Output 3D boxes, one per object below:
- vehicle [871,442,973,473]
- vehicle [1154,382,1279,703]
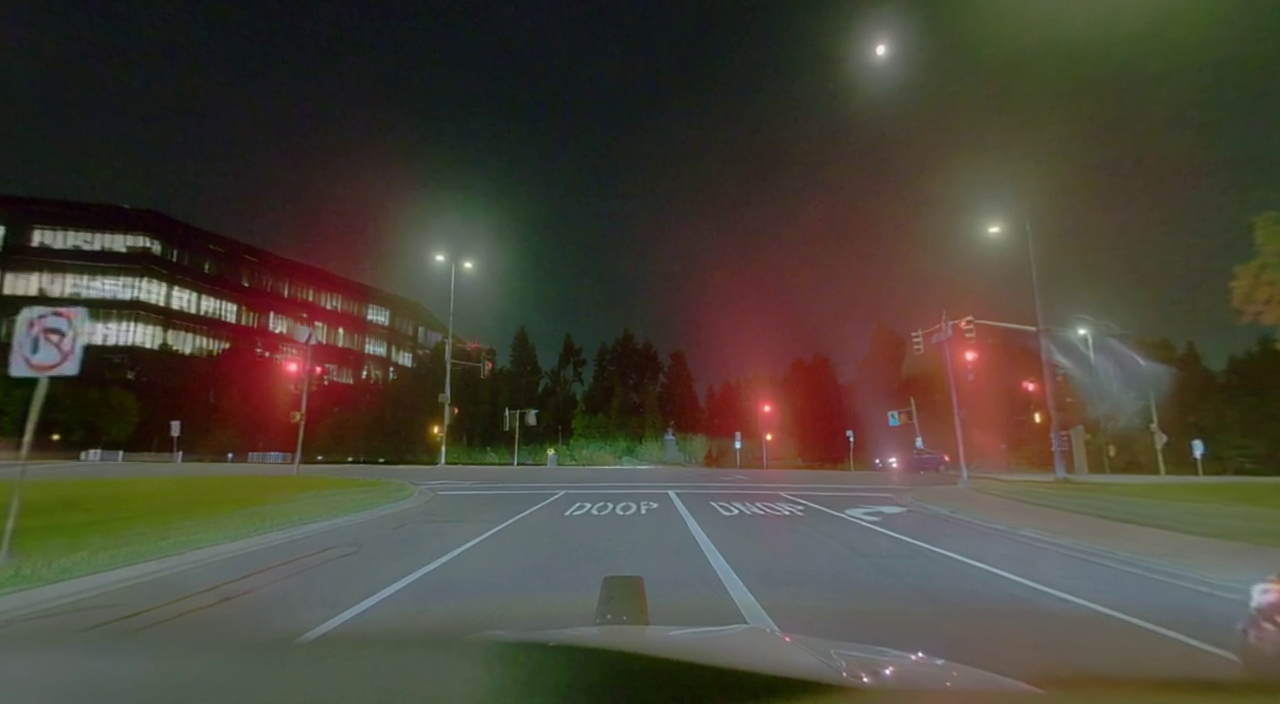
[{"bbox_3d":[15.806,5.929,35.524,4.715,1.671,2.030,0,-8,0],"label":"vehicle"},{"bbox_3d":[3.212,0.606,0.231,2.036,1.583,4.911,-1,-8,2],"label":"vehicle"}]
